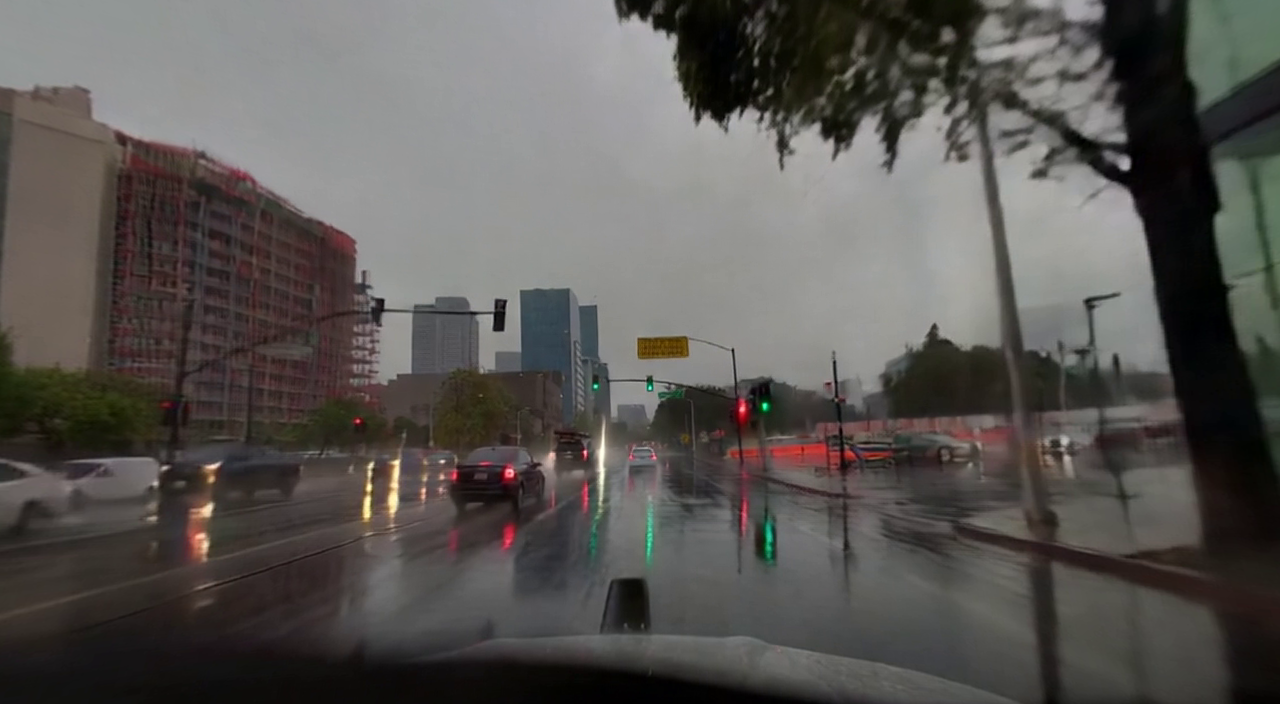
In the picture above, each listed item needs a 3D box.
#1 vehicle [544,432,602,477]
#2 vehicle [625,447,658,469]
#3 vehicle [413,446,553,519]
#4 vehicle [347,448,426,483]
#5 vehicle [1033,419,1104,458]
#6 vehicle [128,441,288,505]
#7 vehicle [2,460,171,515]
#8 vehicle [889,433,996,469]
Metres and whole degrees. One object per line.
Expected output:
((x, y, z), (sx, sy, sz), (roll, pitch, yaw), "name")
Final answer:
((-3.202, 5.079, 31.336), (2.240, 2.054, 4.662), (0, -9, 2), "vehicle")
((0.118, 7.211, 43.178), (2.171, 1.422, 4.146), (0, -9, 1), "vehicle")
((-3.390, 2.902, 14.632), (1.959, 1.406, 4.527), (0, -9, 2), "vehicle")
((-11.642, 5.191, 29.191), (1.898, 1.498, 3.913), (0, -9, 2), "vehicle")
((23.677, 4.798, 34.721), (2.304, 1.936, 5.023), (-8, -12, 42), "vehicle")
((-15.463, 4.316, 23.042), (2.270, 1.978, 5.032), (-3, -9, 0), "vehicle")
((-19.334, 4.706, 22.362), (1.965, 1.539, 4.461), (-4, -9, 1), "vehicle")
((13.444, 4.372, 28.078), (4.061, 1.465, 1.803), (2, -8, -17), "vehicle")
